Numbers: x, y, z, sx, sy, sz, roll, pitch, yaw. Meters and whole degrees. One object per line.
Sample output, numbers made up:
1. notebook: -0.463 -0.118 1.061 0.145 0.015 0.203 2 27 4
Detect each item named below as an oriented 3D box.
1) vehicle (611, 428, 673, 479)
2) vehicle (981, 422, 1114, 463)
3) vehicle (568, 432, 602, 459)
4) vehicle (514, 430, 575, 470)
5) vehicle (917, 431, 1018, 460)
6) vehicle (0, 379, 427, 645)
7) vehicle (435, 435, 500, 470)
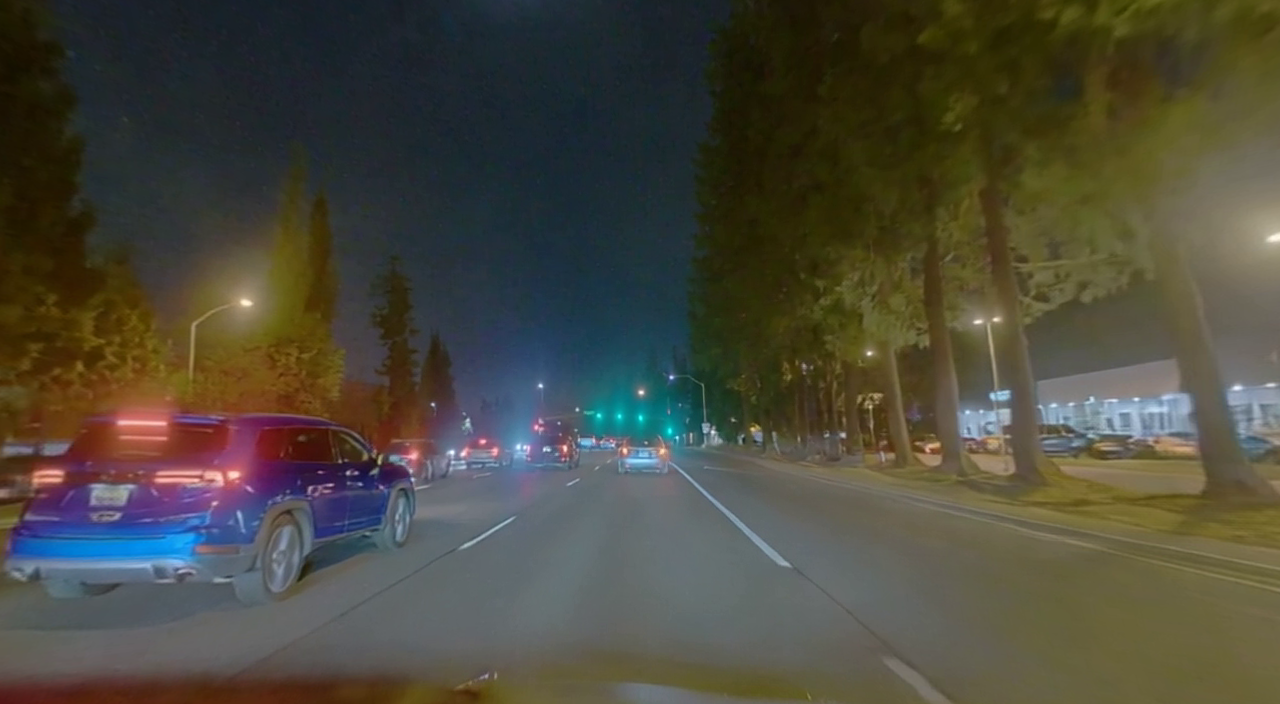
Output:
1. vehicle: 0.070 3.647 22.698 2.042 1.641 4.187 0 -9 0
2. vehicle: 17.359 3.875 26.924 4.329 1.656 1.873 0 -9 2
3. vehicle: -3.918 6.772 45.421 2.047 1.810 4.414 0 -9 1
4. vehicle: -4.362 4.566 29.386 2.113 1.713 4.422 0 -9 0
5. vehicle: 16.979 4.881 32.733 1.857 1.369 4.219 6 -10 -34
6. vehicle: -3.830 1.298 6.041 2.070 1.641 4.152 0 -9 0
7. vehicle: -8.085 4.760 29.839 1.918 1.484 4.531 0 -9 -2
